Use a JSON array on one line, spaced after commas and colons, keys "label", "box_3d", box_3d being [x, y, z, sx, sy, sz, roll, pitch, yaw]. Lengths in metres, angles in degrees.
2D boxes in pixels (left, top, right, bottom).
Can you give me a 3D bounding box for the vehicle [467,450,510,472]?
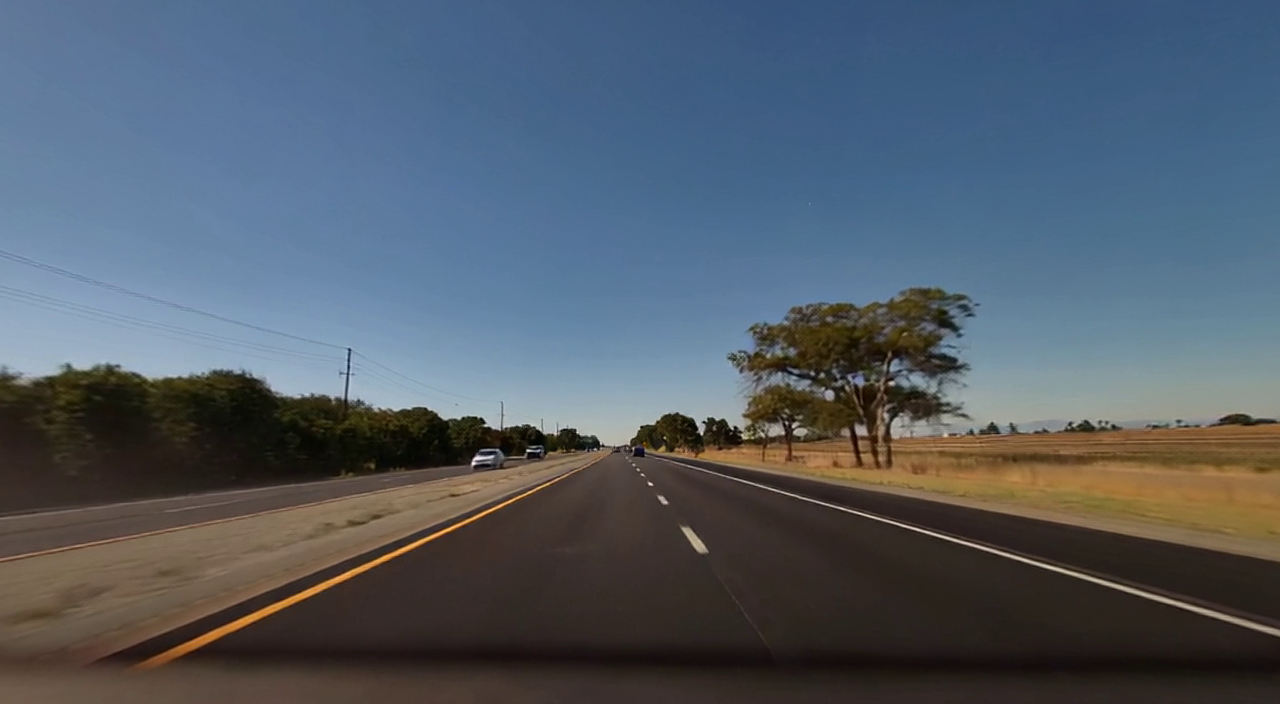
[{"label": "vehicle", "box_3d": [-10.551, 7.581, 44.052, 1.926, 1.438, 4.501, 0, -9, -1]}]
